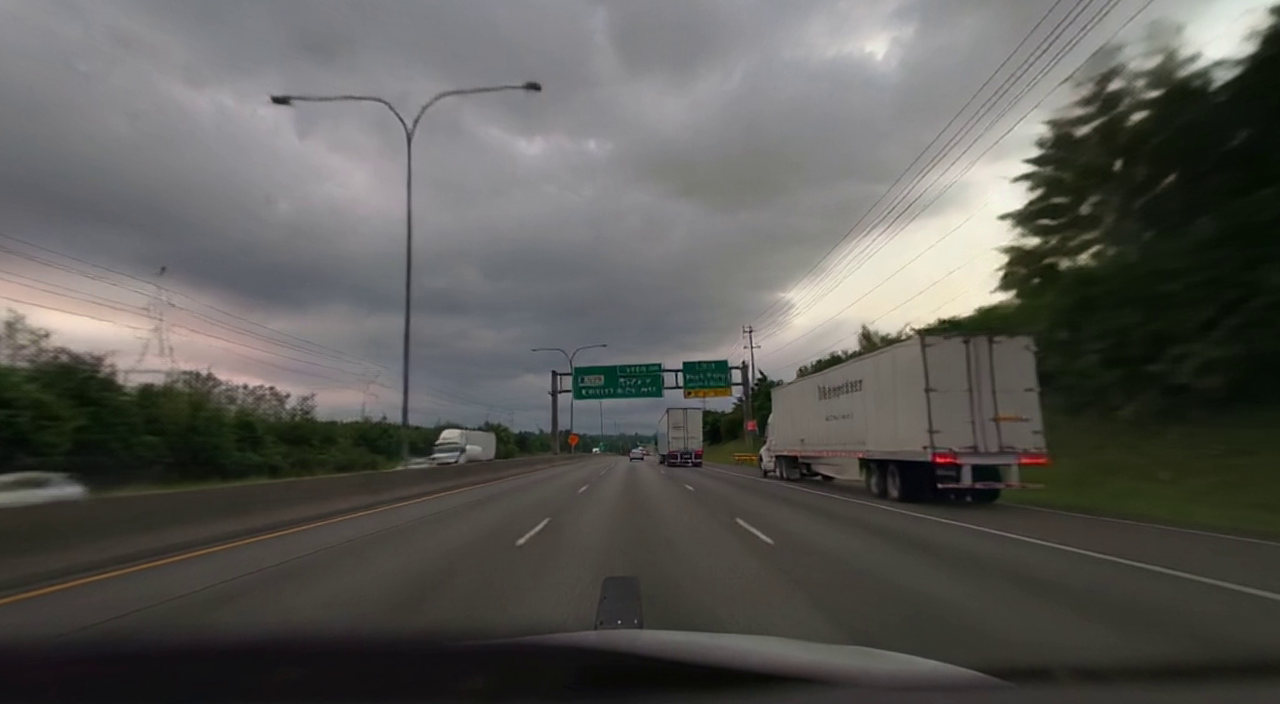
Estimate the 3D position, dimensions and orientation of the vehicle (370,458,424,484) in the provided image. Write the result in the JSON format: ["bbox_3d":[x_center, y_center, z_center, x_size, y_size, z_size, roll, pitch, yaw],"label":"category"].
[{"bbox_3d":[-15.362,7.541,39.940,1.767,1.462,4.313,0,-9,-1],"label":"vehicle"}]

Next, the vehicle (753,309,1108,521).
[{"bbox_3d":[7.200,2.512,20.973,3.400,4.134,17.388,0,-9,-1],"label":"vehicle"}]
